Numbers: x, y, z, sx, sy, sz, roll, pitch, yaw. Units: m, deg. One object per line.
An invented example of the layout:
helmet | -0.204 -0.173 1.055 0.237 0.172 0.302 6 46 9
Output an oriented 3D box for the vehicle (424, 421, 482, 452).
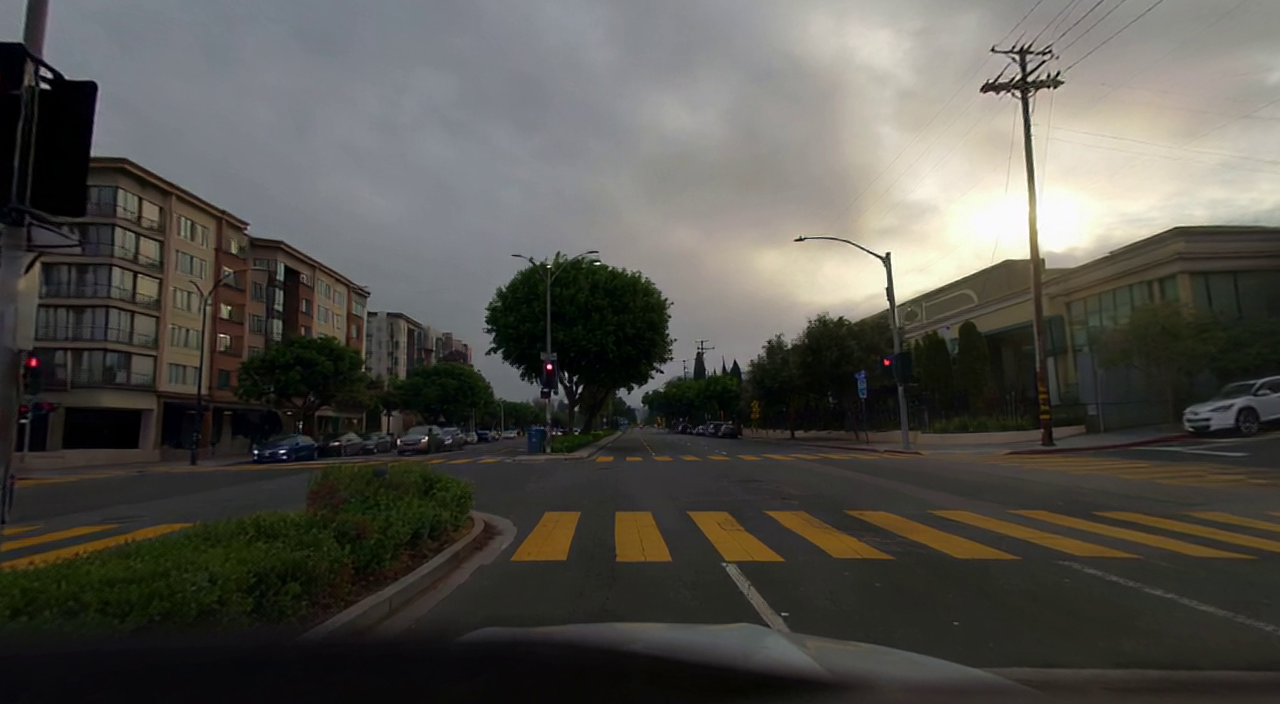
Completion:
vehicle | -11.730 5.377 39.946 2.118 1.809 4.591 0 -8 2

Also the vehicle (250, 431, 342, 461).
vehicle | -18.057 4.977 33.518 1.939 1.430 5.533 0 -8 -2

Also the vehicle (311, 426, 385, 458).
vehicle | -18.257 5.682 39.848 2.225 1.871 5.189 0 -8 0

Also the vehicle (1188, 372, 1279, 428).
vehicle | 22.365 1.629 22.228 4.531 1.753 1.964 -2 -2 -5
